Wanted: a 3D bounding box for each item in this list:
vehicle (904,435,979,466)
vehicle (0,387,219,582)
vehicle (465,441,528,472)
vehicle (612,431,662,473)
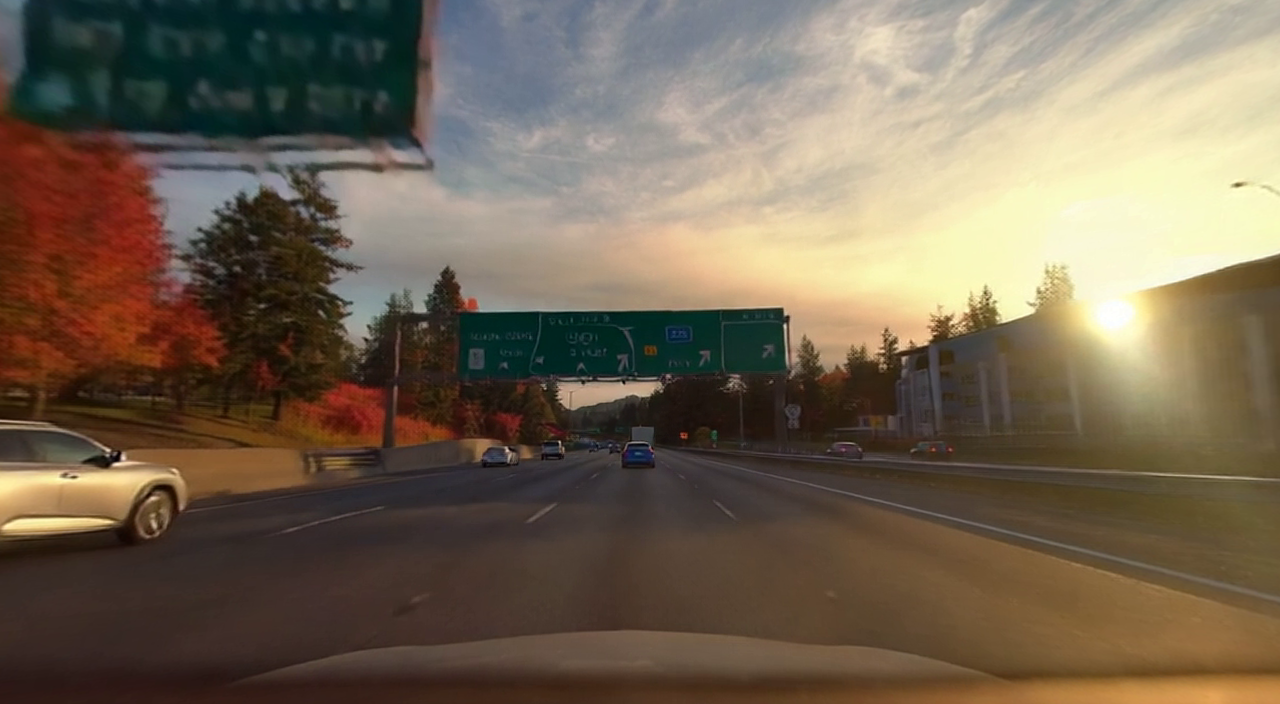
[{"bbox_3d":[17.113,5.631,36.053,2.019,1.657,4.582,0,-9,0],"label":"vehicle"},{"bbox_3d":[-7.145,1.338,6.489,2.146,1.834,4.999,0,-9,0],"label":"vehicle"},{"bbox_3d":[-7.247,5.315,32.242,2.074,1.495,4.643,0,-9,1],"label":"vehicle"},{"bbox_3d":[-0.130,4.843,30.751,2.245,1.863,4.801,0,-9,0],"label":"vehicle"}]
